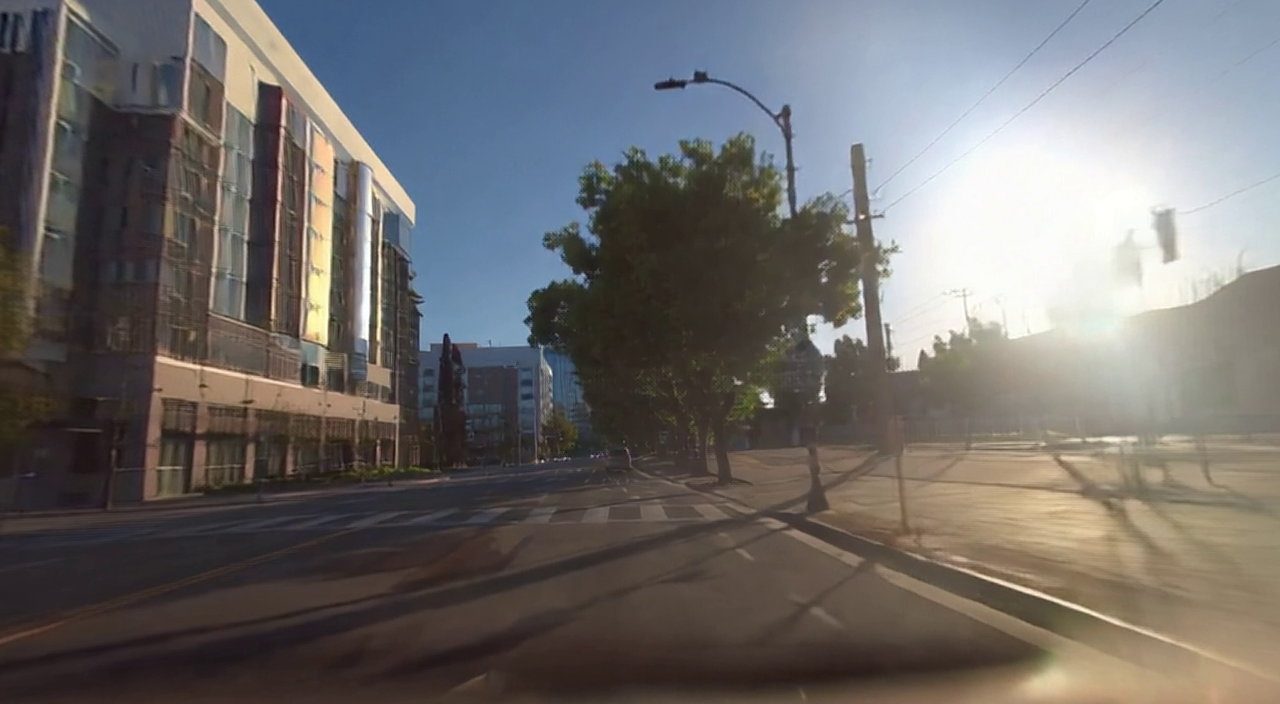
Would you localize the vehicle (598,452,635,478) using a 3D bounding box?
[{"bbox_3d":[-1.408,6.918,38.811,2.131,1.474,4.146,0,-9,-2],"label":"vehicle"}]
